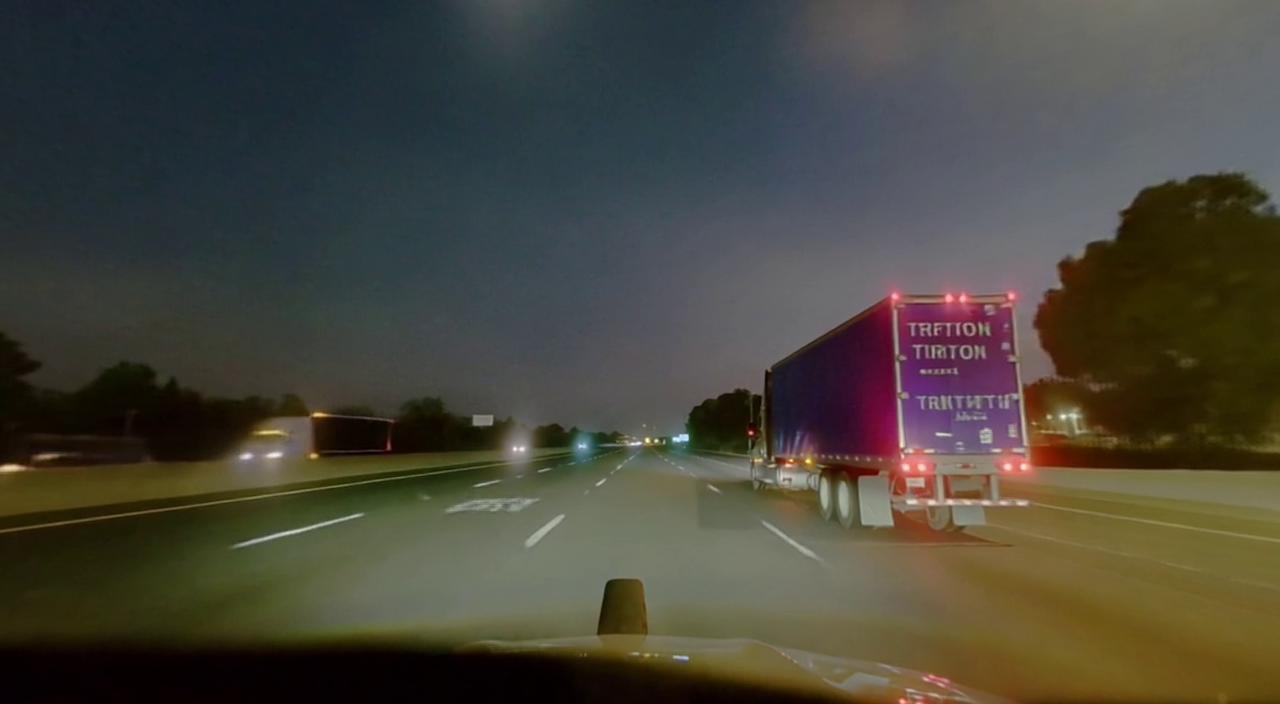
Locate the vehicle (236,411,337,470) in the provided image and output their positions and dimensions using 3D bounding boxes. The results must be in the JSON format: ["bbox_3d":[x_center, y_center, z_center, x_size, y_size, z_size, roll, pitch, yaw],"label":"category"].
[{"bbox_3d":[-25.908,6.608,46.831,2.987,3.999,7.547,0,-8,0],"label":"vehicle"}]

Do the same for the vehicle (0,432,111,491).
[{"bbox_3d":[-21.879,3.719,21.668,2.217,1.903,5.916,0,-8,0],"label":"vehicle"}]
